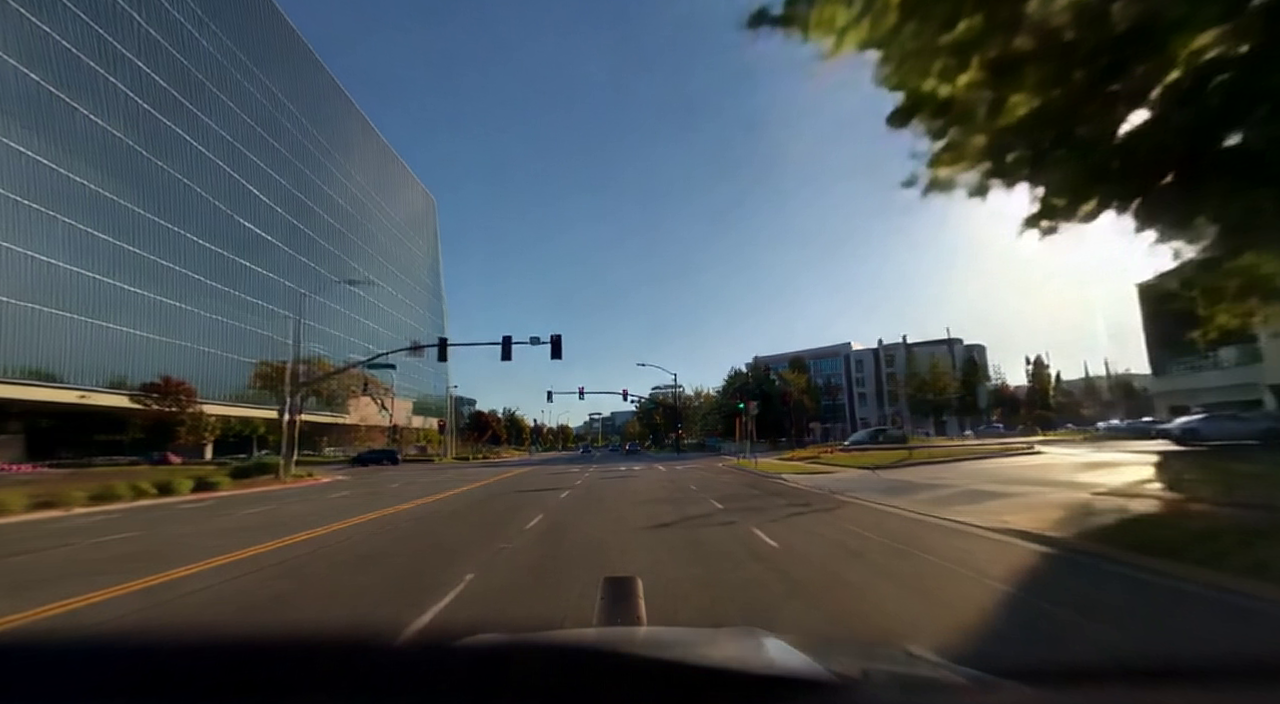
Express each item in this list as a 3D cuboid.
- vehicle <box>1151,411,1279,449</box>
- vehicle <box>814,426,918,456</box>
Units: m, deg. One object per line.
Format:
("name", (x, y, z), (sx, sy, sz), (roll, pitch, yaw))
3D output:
("vehicle", (24.431, 3.366, 26.878), (1.859, 1.453, 4.076), (0, -9, -2))
("vehicle", (11.797, 4.676, 33.260), (4.670, 1.476, 2.042), (0, -8, -1))
